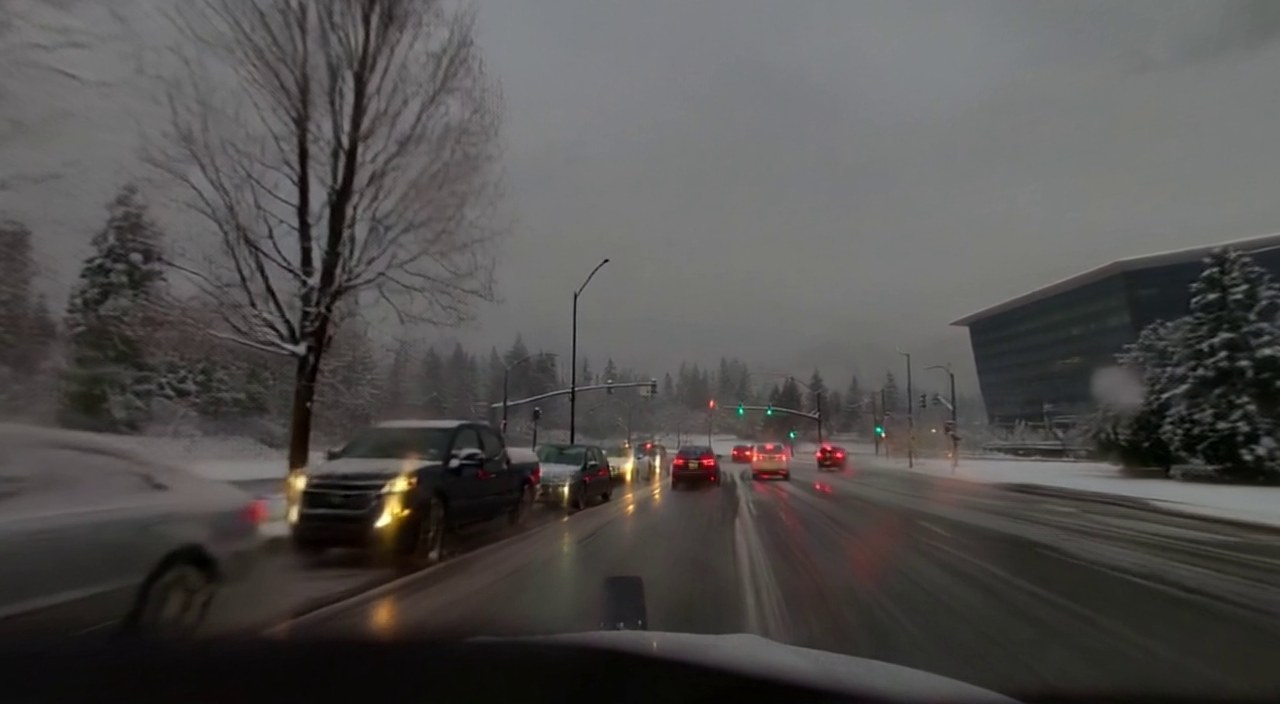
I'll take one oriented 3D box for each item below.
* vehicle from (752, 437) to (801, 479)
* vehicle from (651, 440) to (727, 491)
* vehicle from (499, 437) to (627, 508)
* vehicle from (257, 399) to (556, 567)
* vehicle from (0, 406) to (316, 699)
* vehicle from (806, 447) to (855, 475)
[{"bbox_3d":[6.539,5.093,30.510,2.102,1.815,4.716,-1,-8,10],"label":"vehicle"},{"bbox_3d":[1.830,3.851,21.807,2.205,1.537,4.895,-1,-8,9],"label":"vehicle"},{"bbox_3d":[-1.823,3.060,16.413,2.068,1.525,4.452,-4,-9,10],"label":"vehicle"},{"bbox_3d":[-3.025,1.845,9.475,2.142,1.834,4.588,-4,-9,10],"label":"vehicle"},{"bbox_3d":[-4.273,1.061,3.406,1.868,1.514,4.870,-1,-8,9],"label":"vehicle"},{"bbox_3d":[11.263,6.465,37.452,2.120,1.497,4.323,-1,-8,8],"label":"vehicle"}]
